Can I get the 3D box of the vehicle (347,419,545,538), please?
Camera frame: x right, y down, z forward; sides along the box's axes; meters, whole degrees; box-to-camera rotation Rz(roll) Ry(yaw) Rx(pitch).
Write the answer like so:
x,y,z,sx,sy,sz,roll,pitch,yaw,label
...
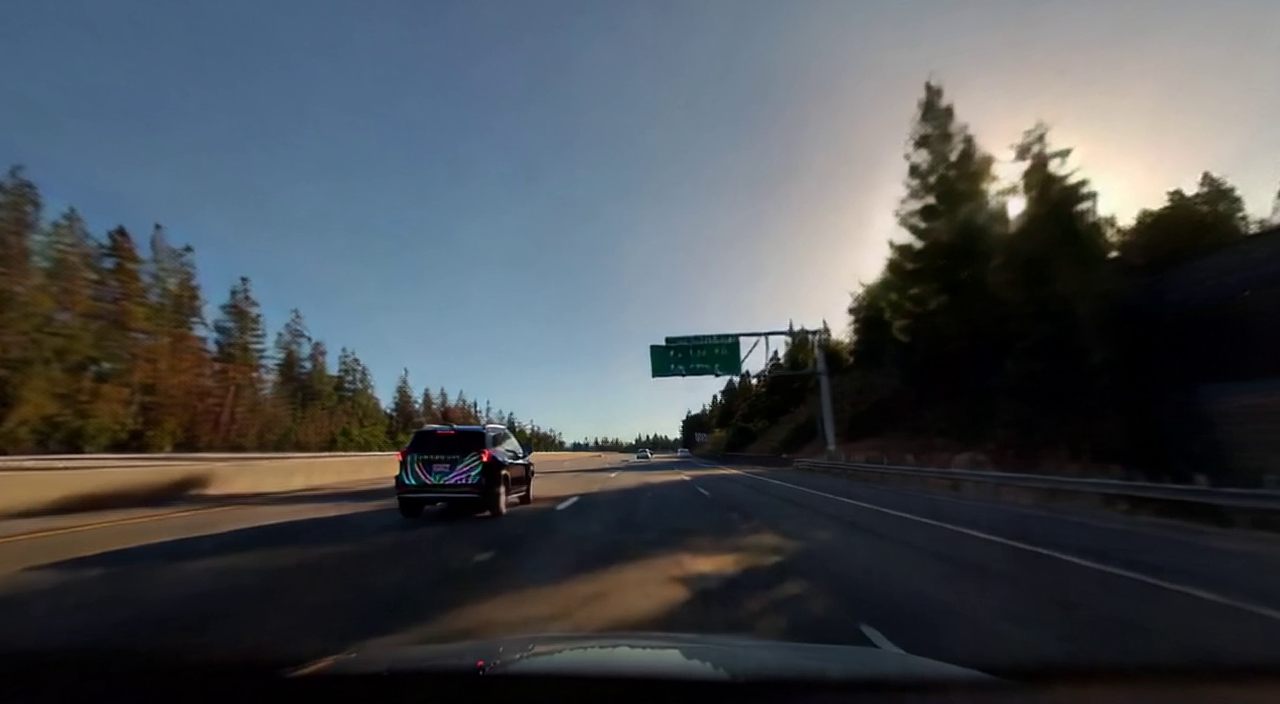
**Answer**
x,y,z,sx,sy,sz,roll,pitch,yaw,label
-3.349,2.293,12.104,2.183,1.803,4.685,0,-8,2,vehicle
